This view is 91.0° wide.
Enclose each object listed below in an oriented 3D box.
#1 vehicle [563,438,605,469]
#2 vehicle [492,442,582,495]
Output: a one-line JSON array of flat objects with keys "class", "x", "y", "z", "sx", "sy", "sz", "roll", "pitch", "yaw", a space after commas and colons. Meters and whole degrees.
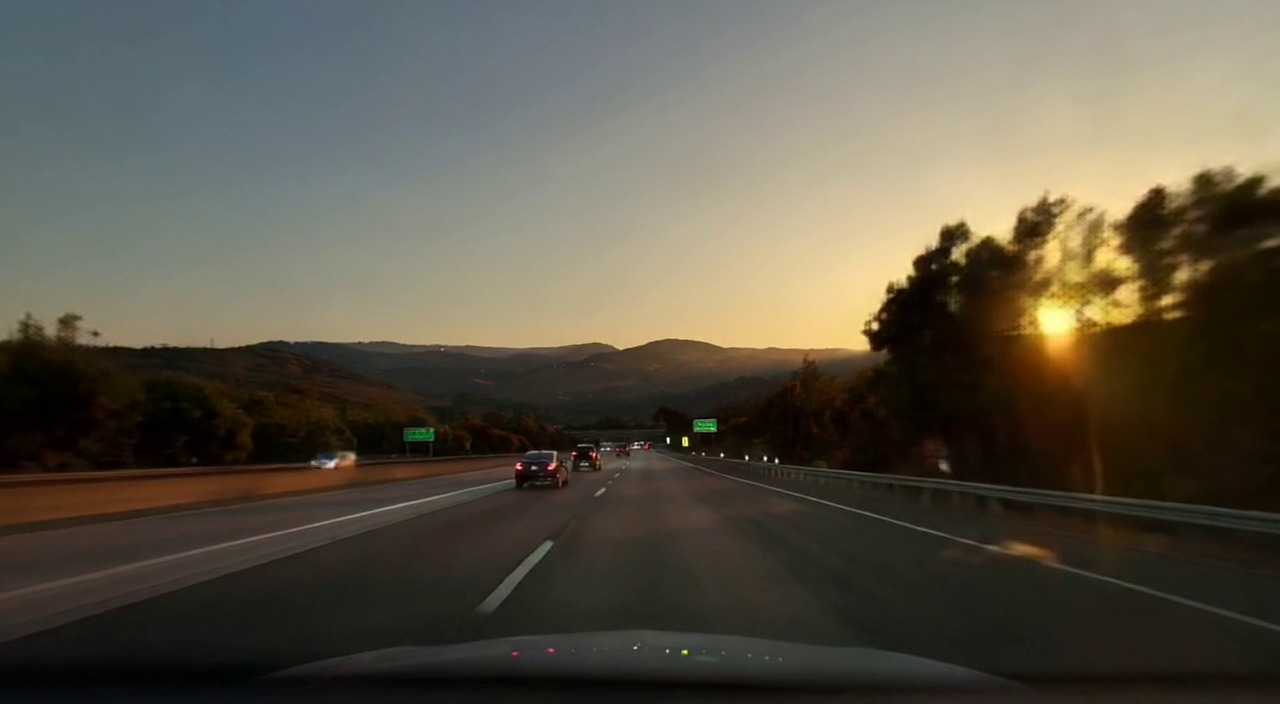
[{"class": "vehicle", "x": -3.458, "y": 6.357, "z": 39.492, "sx": 2.177, "sy": 1.852, "sz": 4.427, "roll": 0, "pitch": -9, "yaw": 1}, {"class": "vehicle", "x": -3.191, "y": 3.725, "z": 20.537, "sx": 2.044, "sy": 1.527, "sz": 4.607, "roll": 0, "pitch": -9, "yaw": 1}]
